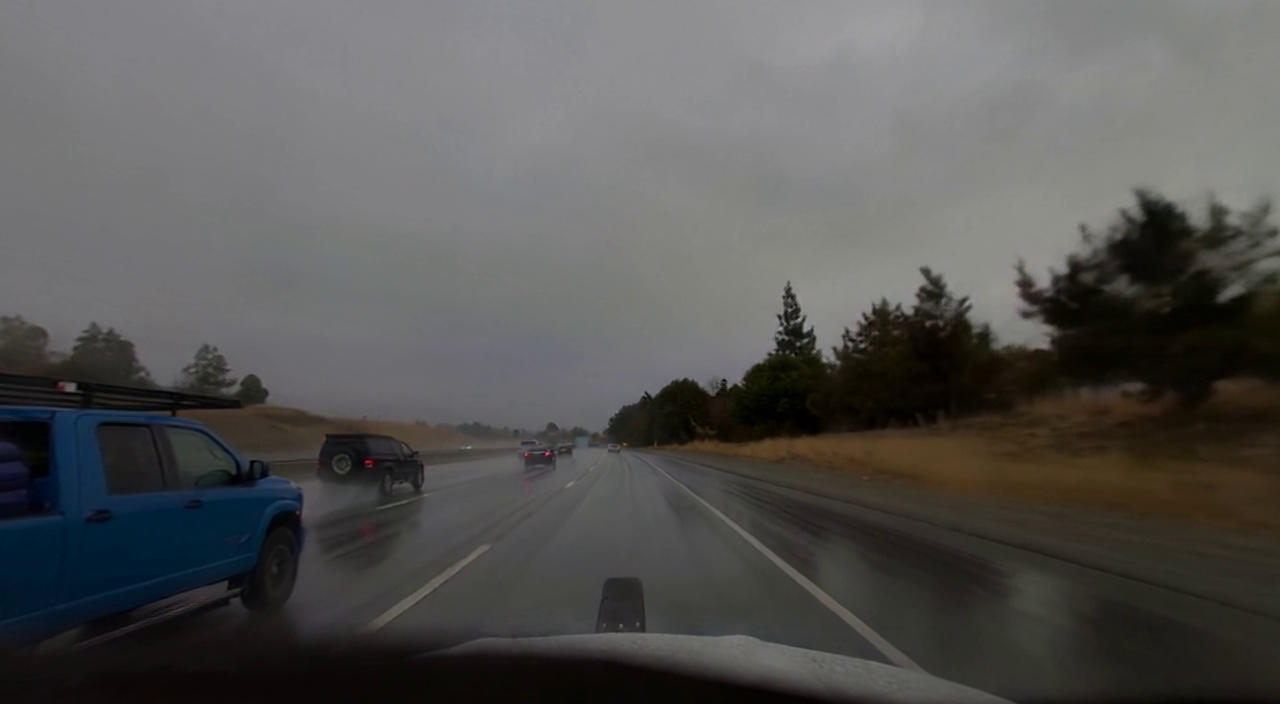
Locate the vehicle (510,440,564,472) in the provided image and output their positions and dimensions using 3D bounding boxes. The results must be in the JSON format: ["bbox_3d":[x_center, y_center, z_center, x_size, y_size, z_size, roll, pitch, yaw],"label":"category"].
[{"bbox_3d":[-5.141,5.251,31.948,2.012,1.509,4.359,0,-9,0],"label":"vehicle"}]

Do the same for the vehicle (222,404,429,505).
[{"bbox_3d":[-8.068,2.749,17.178,2.594,2.254,6.028,0,-9,-1],"label":"vehicle"}]

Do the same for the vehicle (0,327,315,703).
[{"bbox_3d":[-3.899,0.804,2.755,2.200,1.807,5.041,0,-9,1],"label":"vehicle"}]
